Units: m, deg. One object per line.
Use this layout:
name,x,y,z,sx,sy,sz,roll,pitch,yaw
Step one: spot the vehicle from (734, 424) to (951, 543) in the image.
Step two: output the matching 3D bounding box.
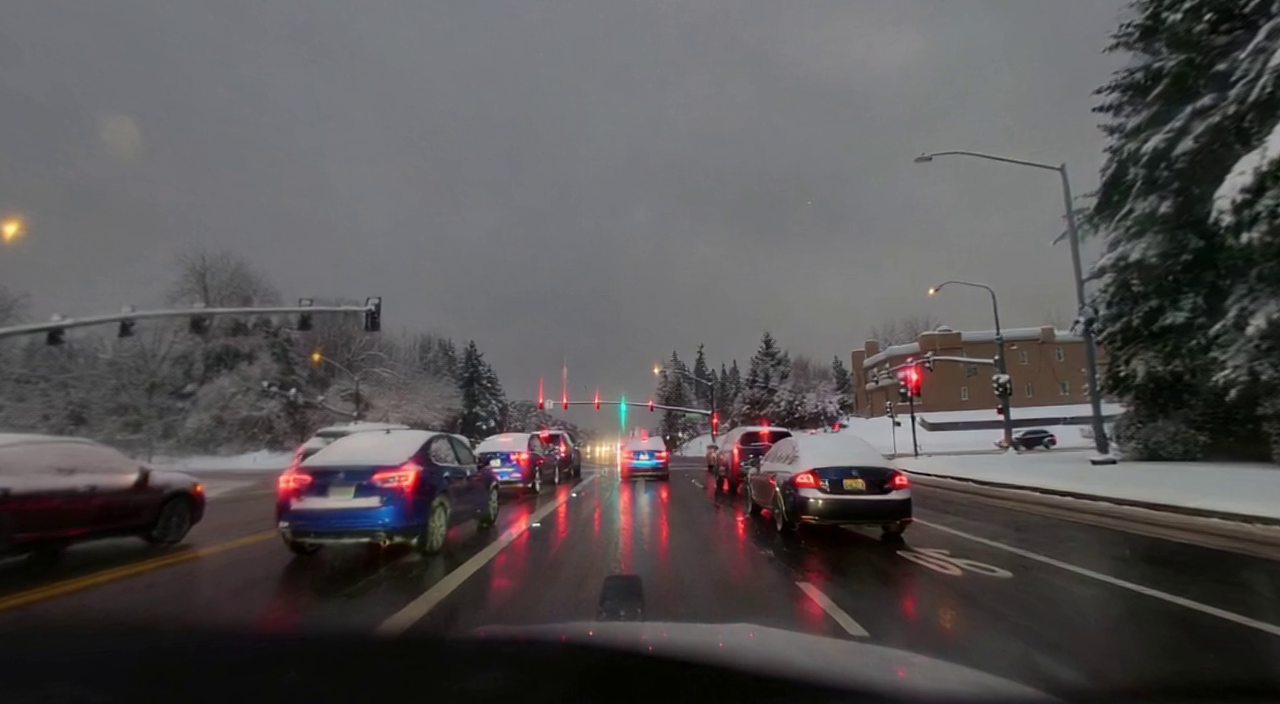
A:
vehicle,2.860,1.985,10.181,2.002,1.474,4.528,0,-9,0

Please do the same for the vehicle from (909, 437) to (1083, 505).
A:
vehicle,8.933,3.005,16.457,2.004,1.499,4.679,0,-9,3

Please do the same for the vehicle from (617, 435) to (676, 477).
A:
vehicle,0.200,4.034,24.701,2.114,1.482,4.056,0,-9,-1

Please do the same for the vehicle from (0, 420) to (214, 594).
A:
vehicle,-6.565,1.393,5.810,2.066,1.482,4.547,0,-9,1

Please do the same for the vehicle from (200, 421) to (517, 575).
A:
vehicle,-3.188,1.767,8.457,2.139,1.478,4.510,0,-9,0
